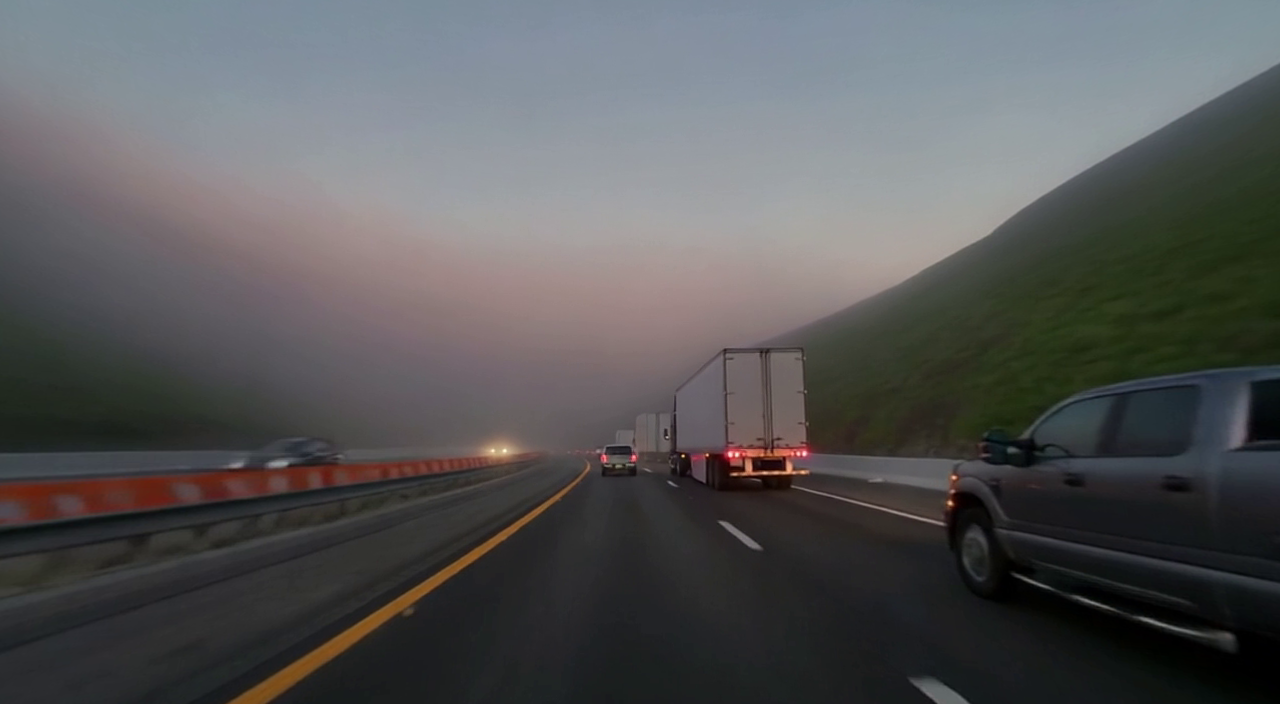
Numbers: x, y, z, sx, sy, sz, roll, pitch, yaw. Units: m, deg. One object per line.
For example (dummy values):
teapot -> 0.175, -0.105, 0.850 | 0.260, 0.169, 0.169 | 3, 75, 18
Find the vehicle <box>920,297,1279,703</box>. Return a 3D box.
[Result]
vehicle -> 3.881, 0.877, 3.642 | 2.034, 1.968, 5.221 | 0, -9, -1

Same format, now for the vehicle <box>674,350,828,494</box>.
vehicle -> 3.512, 3.097, 25.212 | 2.911, 4.099, 14.578 | 0, -9, -3

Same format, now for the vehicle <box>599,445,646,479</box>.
vehicle -> -0.840, 4.999, 28.781 | 2.029, 1.437, 3.794 | 0, -9, -3

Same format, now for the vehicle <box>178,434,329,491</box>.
vehicle -> -11.141, 3.228, 18.630 | 1.803, 1.471, 4.299 | 0, -9, -1
